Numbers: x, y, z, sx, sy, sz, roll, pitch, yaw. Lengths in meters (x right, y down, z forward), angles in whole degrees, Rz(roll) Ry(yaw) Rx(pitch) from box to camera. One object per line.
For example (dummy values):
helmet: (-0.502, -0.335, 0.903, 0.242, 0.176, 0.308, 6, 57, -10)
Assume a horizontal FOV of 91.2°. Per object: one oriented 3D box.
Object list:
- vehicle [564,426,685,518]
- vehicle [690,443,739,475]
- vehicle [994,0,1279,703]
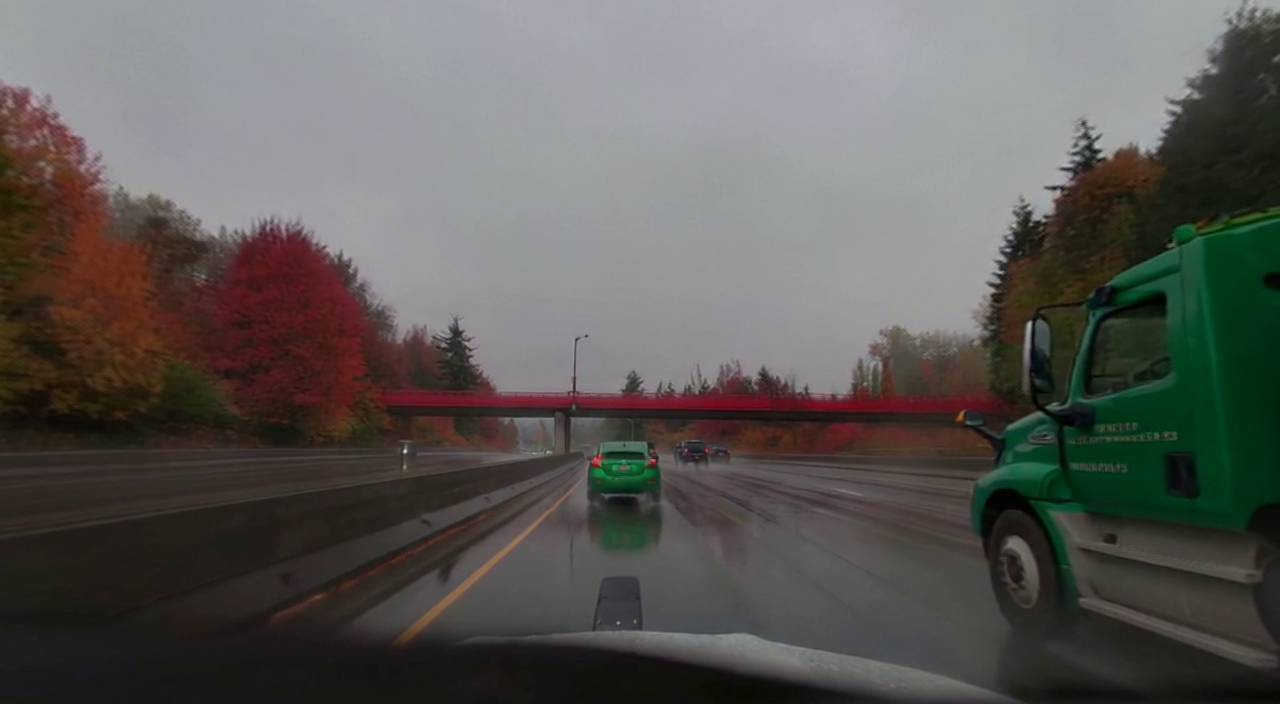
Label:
vehicle: (-0.312, 2.556, 13.807, 2.259, 1.699, 4.015, 0, -9, 0)
vehicle: (3.765, 5.447, 32.170, 1.894, 1.487, 3.751, 0, -9, -2)
vehicle: (4.333, -0.548, 0.246, 2.992, 3.920, 8.831, 0, -9, -1)
